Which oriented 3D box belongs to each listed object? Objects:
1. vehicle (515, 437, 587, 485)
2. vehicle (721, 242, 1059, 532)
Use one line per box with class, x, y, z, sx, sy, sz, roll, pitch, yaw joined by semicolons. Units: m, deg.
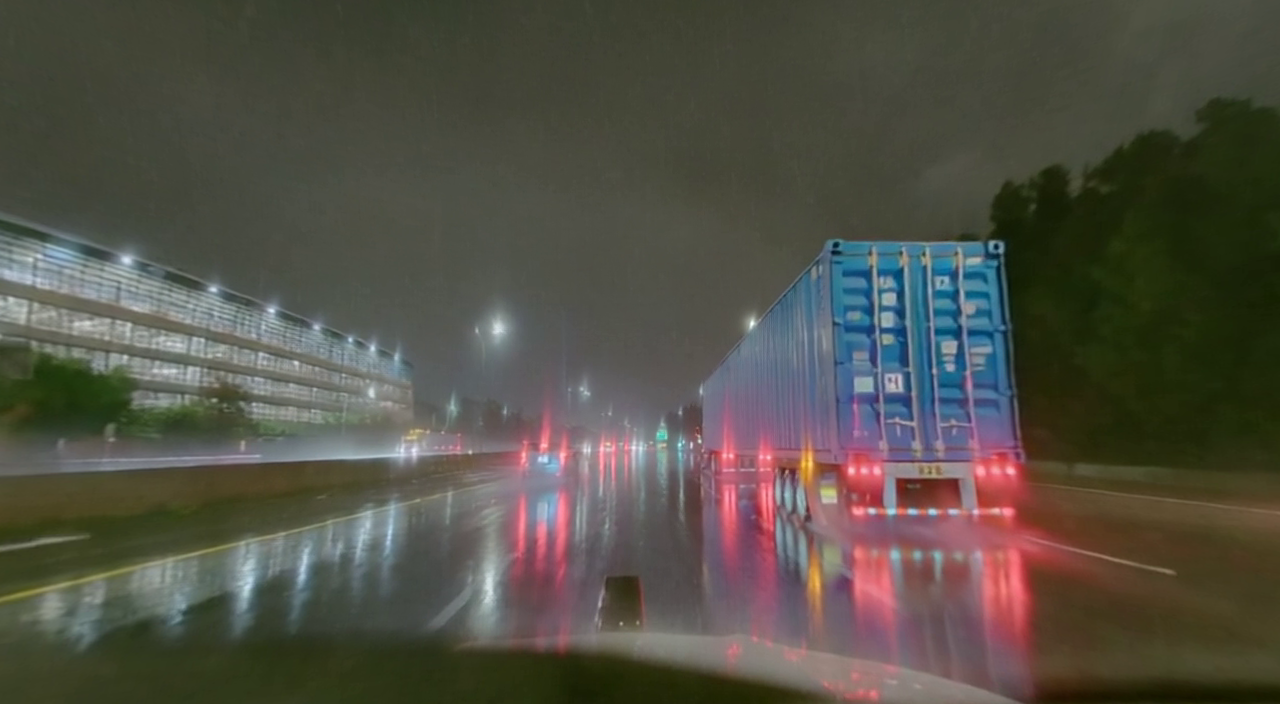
vehicle;-3.073;3.848;22.467;1.954;1.528;4.010;0;-9;0
vehicle;4.209;1.420;15.371;2.893;3.992;13.605;0;-9;1
